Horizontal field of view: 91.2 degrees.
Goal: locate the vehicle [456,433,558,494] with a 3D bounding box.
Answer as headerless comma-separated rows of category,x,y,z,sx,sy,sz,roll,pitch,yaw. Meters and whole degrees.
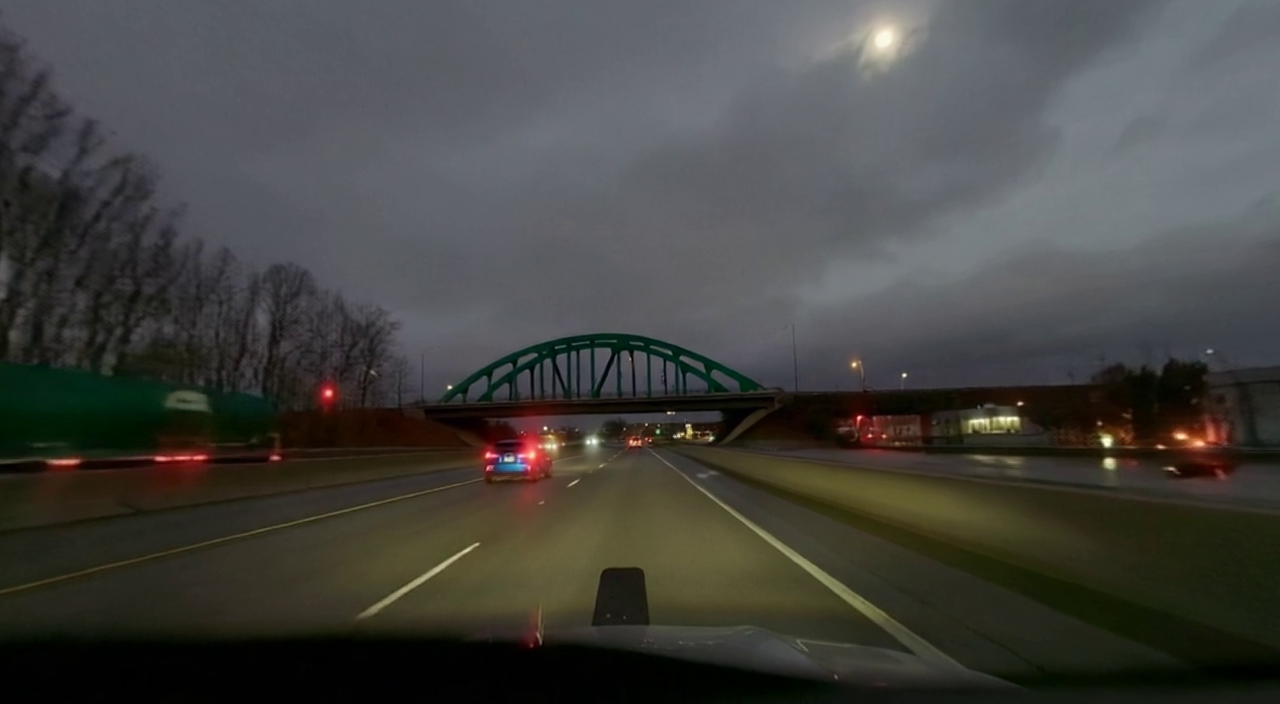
vehicle,-3.740,3.224,18.529,2.052,1.556,4.405,0,-8,0

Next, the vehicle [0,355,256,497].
vehicle,-18.667,2.677,21.449,2.891,3.794,13.043,0,-8,0
